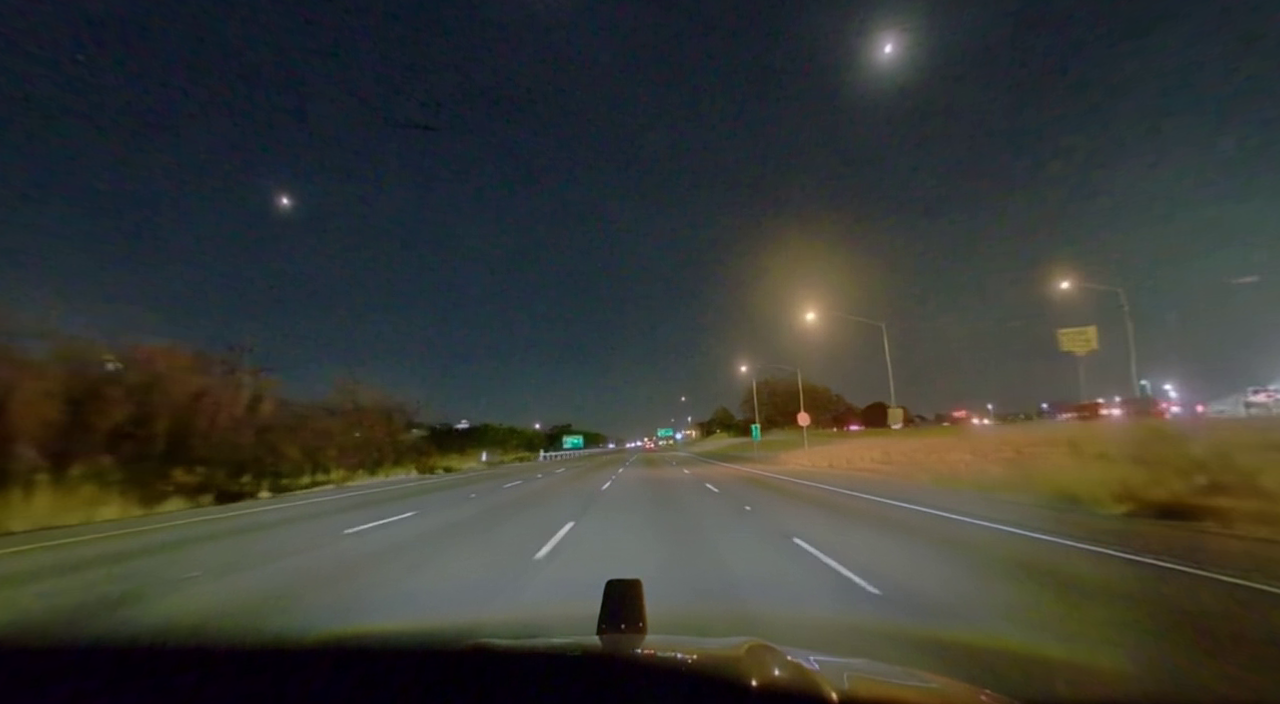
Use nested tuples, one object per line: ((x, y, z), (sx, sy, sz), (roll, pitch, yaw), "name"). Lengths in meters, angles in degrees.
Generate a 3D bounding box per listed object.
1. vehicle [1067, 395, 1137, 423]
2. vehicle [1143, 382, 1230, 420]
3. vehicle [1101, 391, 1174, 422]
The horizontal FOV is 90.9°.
((29.554, 3.667, 40.315), (4.316, 1.597, 1.869), (5, -10, -30), "vehicle")
((29.480, 2.701, 33.958), (4.910, 1.740, 2.006), (5, -10, -32), "vehicle")
((29.334, 3.251, 37.170), (4.190, 1.643, 1.885), (5, -10, -31), "vehicle")
